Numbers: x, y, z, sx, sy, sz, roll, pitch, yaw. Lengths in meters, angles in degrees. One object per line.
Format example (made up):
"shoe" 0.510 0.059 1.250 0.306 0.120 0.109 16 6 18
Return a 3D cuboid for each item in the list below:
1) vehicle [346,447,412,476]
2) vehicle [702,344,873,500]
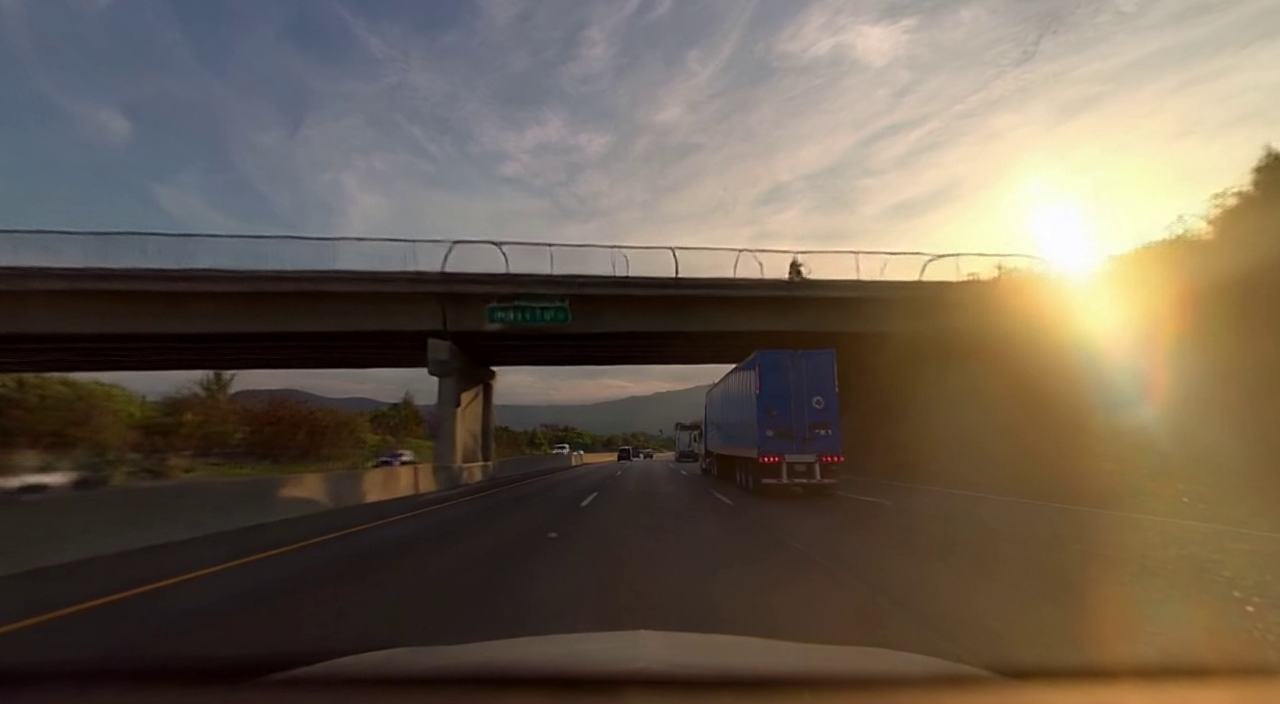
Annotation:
"vehicle" -13.914 5.863 33.880 1.788 1.439 3.990 0 -9 1
"vehicle" 4.502 2.876 23.423 2.825 4.054 14.210 0 -9 0
